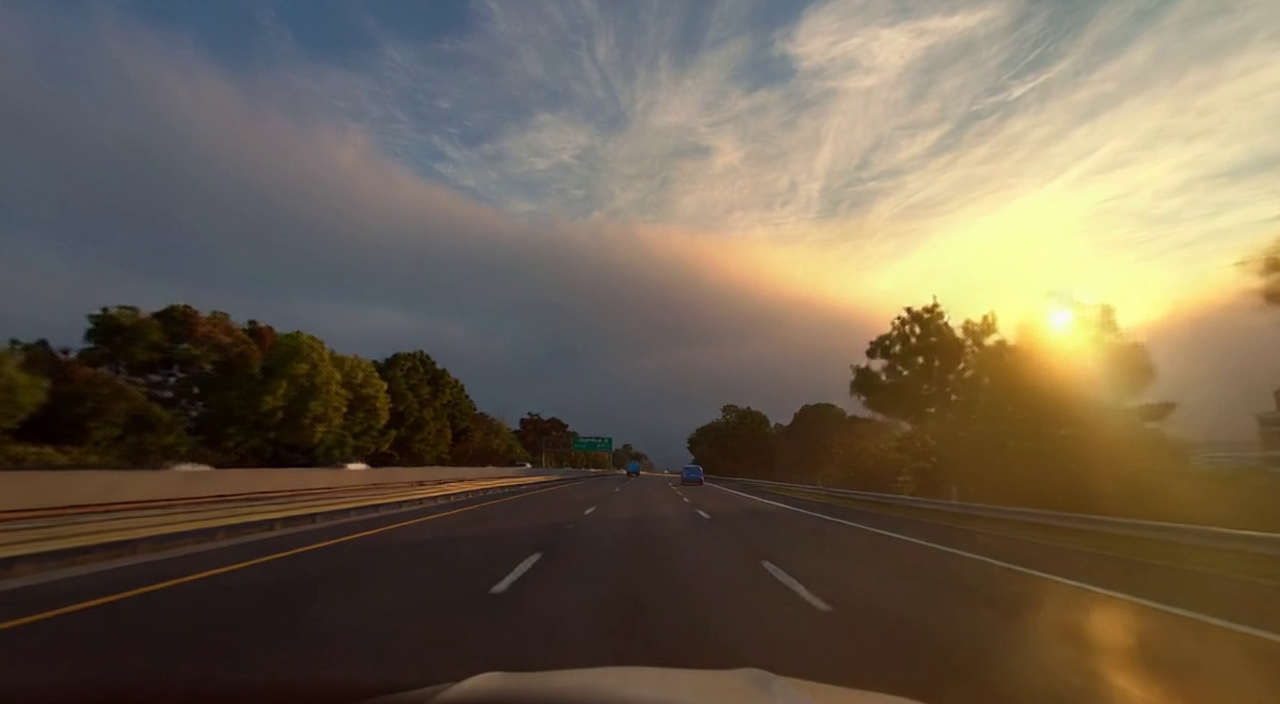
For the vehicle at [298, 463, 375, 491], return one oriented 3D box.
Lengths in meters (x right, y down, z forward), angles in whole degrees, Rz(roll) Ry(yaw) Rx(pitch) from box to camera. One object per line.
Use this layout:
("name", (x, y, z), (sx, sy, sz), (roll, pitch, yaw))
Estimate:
("vehicle", (-16.348, 6.751, 34.196), (1.789, 1.368, 4.897), (1, -10, -1))
